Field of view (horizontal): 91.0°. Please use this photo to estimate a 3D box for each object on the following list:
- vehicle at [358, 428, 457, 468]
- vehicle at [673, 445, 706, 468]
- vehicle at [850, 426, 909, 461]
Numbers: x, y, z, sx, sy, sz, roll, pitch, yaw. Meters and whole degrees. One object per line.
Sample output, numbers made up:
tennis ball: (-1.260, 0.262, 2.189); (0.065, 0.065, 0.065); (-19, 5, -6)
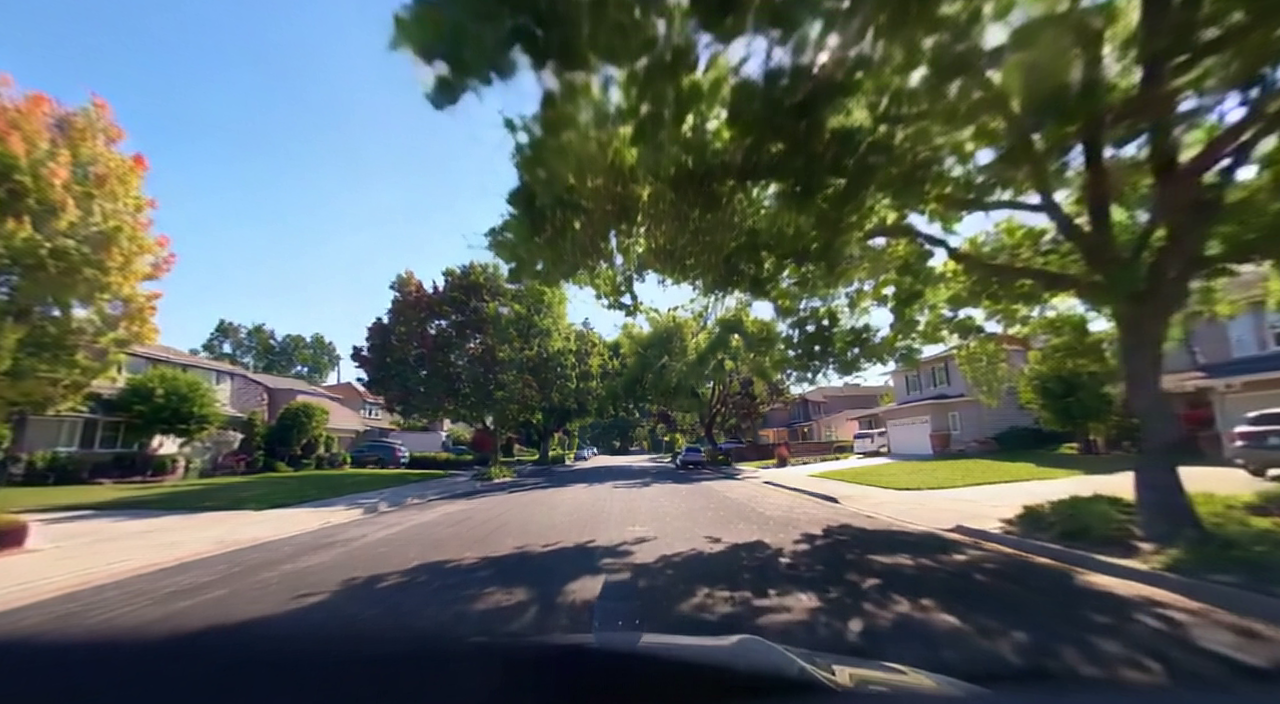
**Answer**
vehicle: (-17.419, 7.210, 47.341); (6.381, 2.645, 2.703); (-3, -9, 9)
vehicle: (3.420, 7.370, 44.489); (2.011, 1.521, 4.292); (0, -9, 0)
vehicle: (14.495, 5.524, 37.925); (2.222, 1.963, 4.670); (-6, -10, 33)
